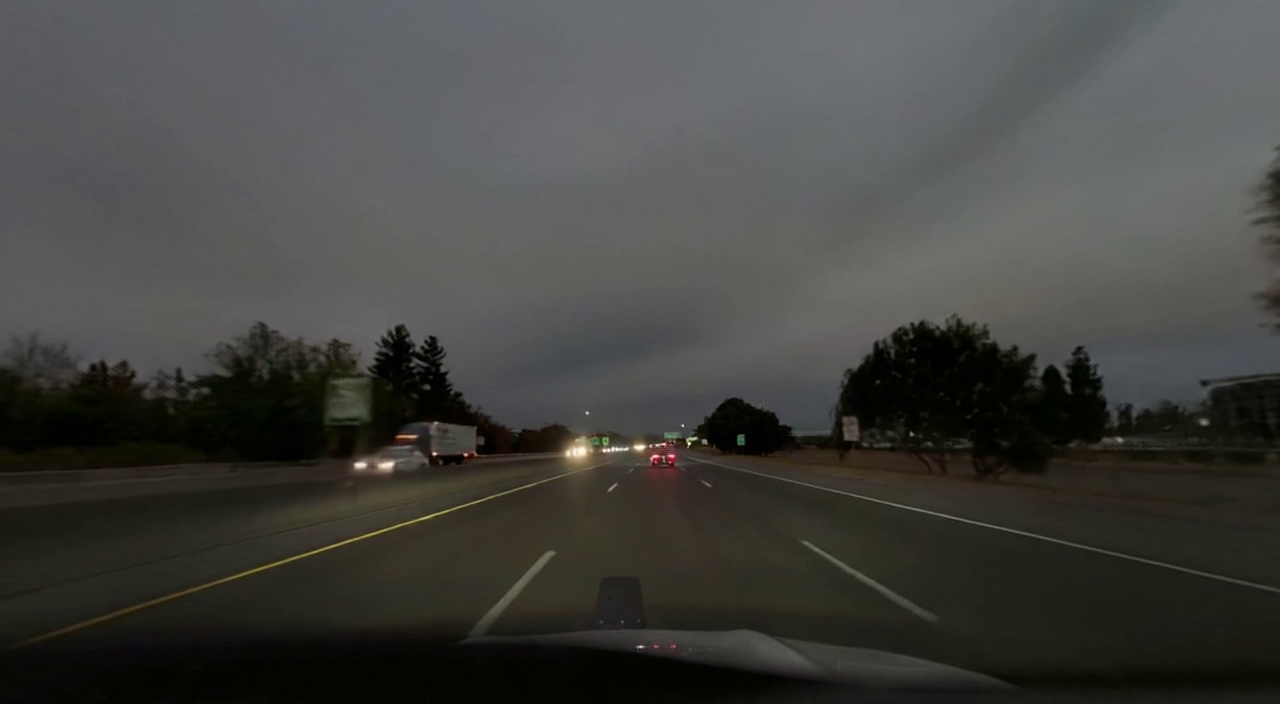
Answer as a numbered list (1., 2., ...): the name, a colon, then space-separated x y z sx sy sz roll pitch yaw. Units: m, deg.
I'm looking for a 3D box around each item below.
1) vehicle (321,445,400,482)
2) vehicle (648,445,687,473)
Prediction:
1. vehicle: -14.541 5.809 33.067 1.893 1.797 4.648 0 -9 1
2. vehicle: 1.674 6.717 39.619 2.231 1.652 4.503 0 -9 0
